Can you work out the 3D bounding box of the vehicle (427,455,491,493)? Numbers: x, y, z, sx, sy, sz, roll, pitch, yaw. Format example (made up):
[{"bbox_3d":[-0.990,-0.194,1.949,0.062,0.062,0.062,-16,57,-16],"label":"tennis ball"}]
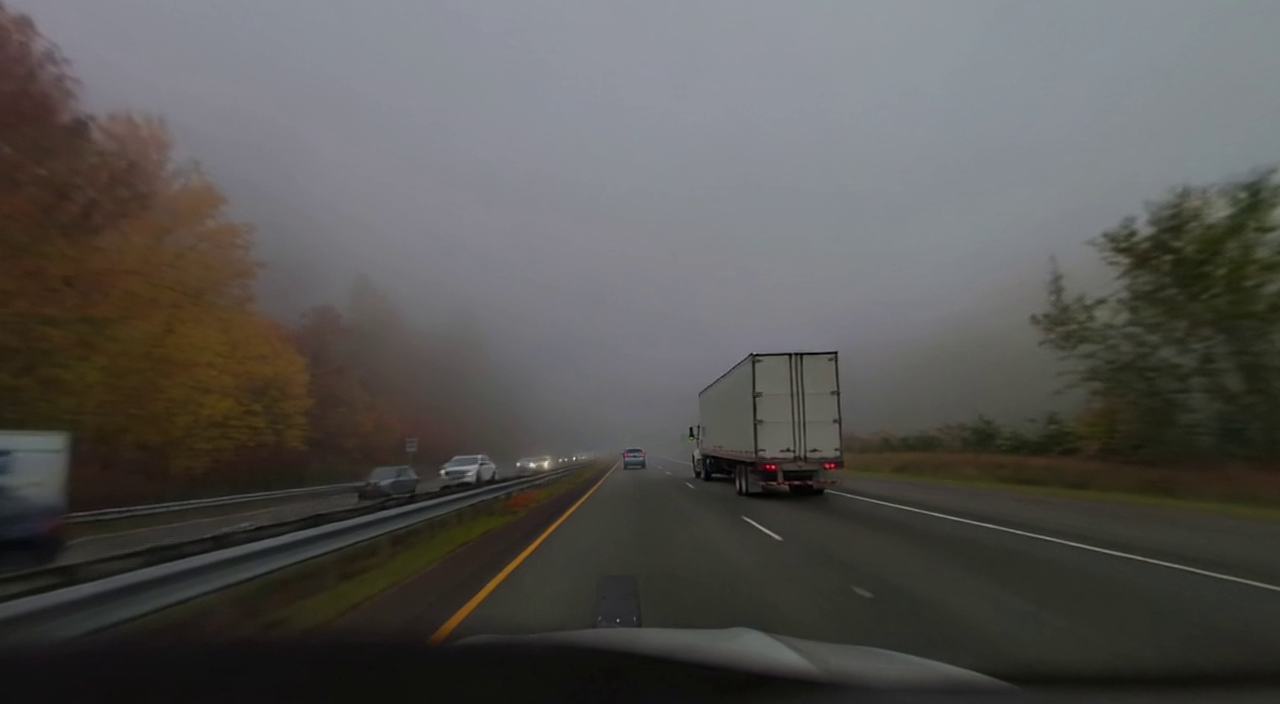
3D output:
[{"bbox_3d":[-8.954,6.022,31.319,1.967,1.682,4.187,-1,-9,0],"label":"vehicle"}]

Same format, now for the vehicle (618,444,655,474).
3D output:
[{"bbox_3d":[-0.231,6.683,39.352,2.168,1.705,4.272,-1,-9,-1],"label":"vehicle"}]

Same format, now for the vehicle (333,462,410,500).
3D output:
[{"bbox_3d":[-12.614,6.063,29.724,1.889,1.569,4.097,-1,-9,0],"label":"vehicle"}]
